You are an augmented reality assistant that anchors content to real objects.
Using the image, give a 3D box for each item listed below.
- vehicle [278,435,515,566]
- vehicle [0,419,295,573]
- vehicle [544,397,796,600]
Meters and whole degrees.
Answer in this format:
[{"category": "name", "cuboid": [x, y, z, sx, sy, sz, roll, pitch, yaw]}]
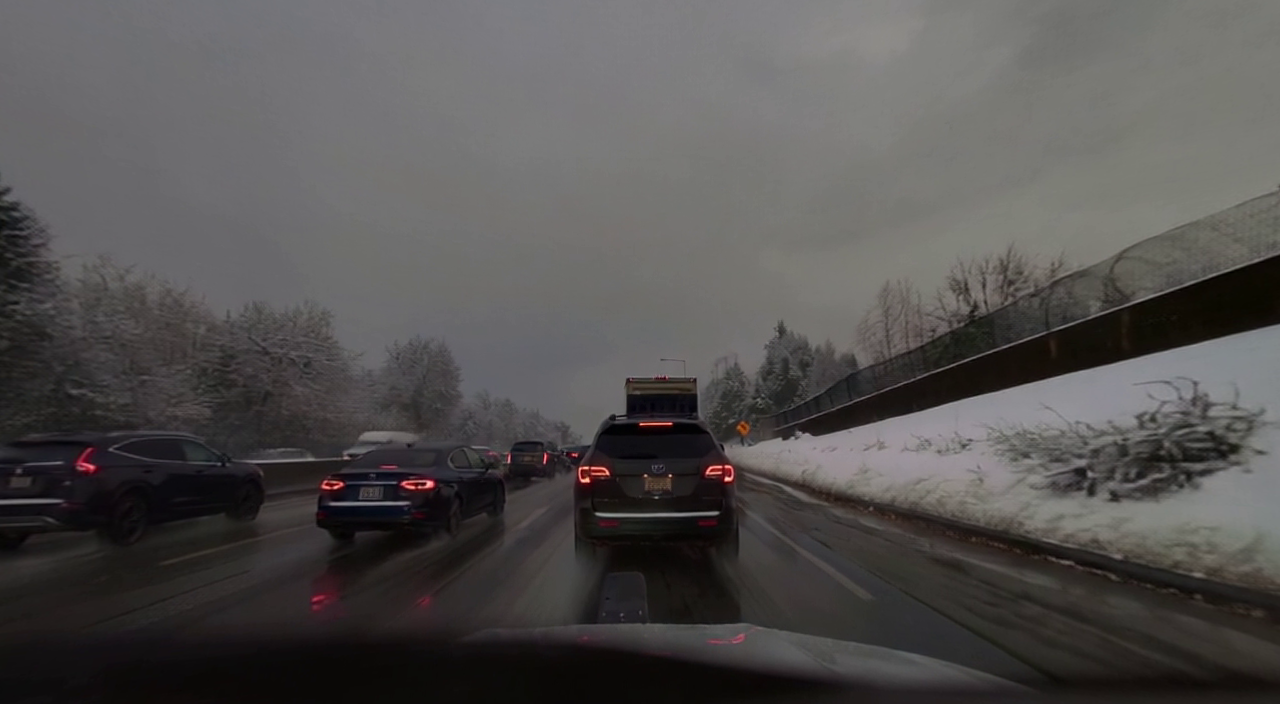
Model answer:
[{"category": "vehicle", "cuboid": [-3.246, 2.048, 9.404, 1.917, 1.506, 3.949, 0, -9, 1]}, {"category": "vehicle", "cuboid": [-7.471, 1.975, 9.418, 1.986, 1.700, 4.558, 0, -9, 1]}, {"category": "vehicle", "cuboid": [0.221, 1.699, 8.275, 2.210, 1.760, 5.303, 0, -9, -1]}]
